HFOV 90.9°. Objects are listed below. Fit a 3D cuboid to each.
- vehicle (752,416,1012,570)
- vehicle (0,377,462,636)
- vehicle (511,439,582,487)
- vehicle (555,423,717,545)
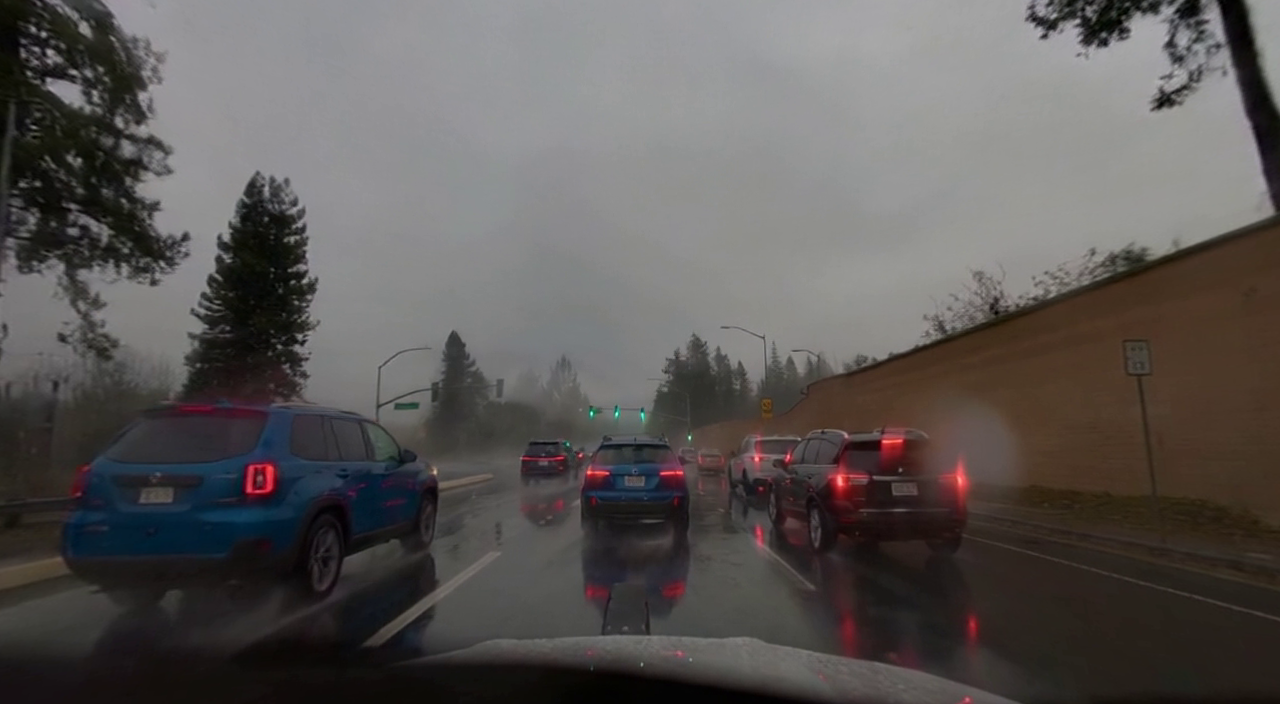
[{"bbox_3d":[3.097,1.885,9.249,2.029,1.702,4.281,0,-8,-1],"label":"vehicle"},{"bbox_3d":[-3.673,1.463,6.975,2.070,1.913,4.450,0,-8,0],"label":"vehicle"},{"bbox_3d":[-3.660,4.450,25.669,2.067,1.759,4.631,0,-8,1],"label":"vehicle"},{"bbox_3d":[-0.034,2.126,10.781,2.245,1.677,3.913,0,-8,1],"label":"vehicle"}]
